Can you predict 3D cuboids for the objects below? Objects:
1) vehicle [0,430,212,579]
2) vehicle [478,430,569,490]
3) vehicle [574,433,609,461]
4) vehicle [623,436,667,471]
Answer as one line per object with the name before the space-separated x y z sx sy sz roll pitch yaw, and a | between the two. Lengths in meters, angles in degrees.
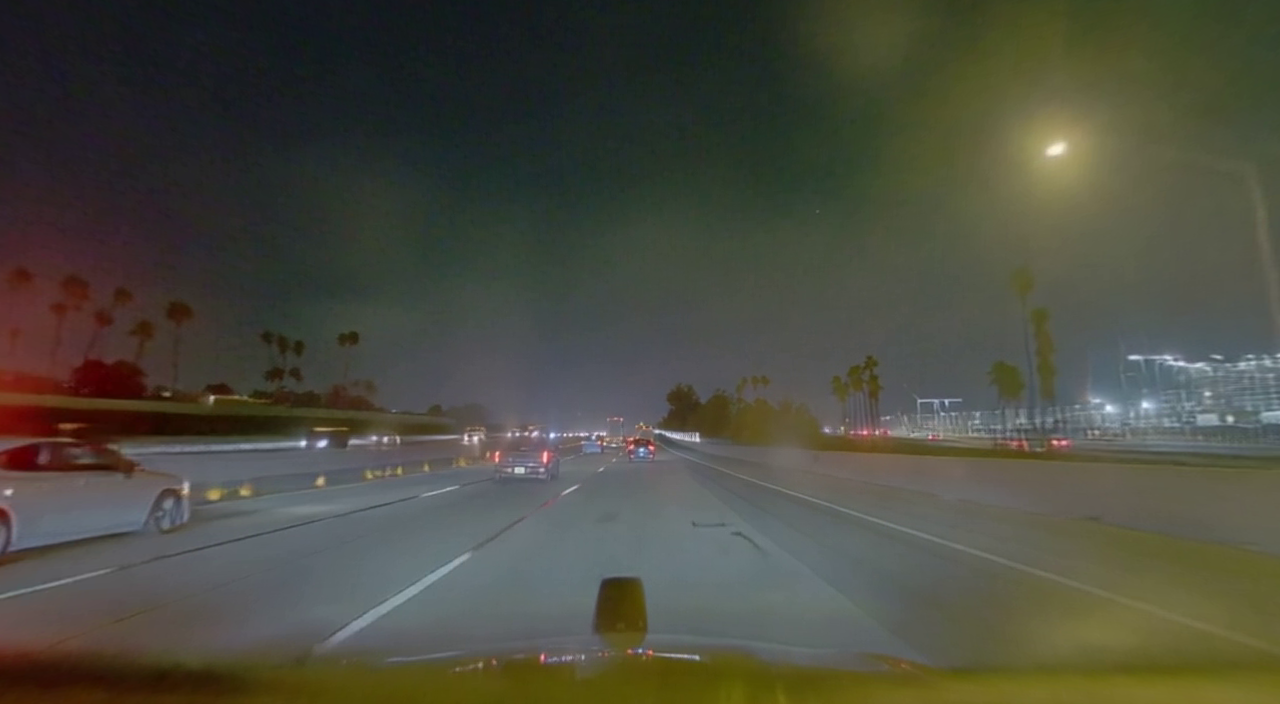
vehicle | -7.369 1.644 7.110 1.949 1.476 4.410 0 -8 0
vehicle | -3.706 3.542 21.030 2.108 1.740 4.549 0 -8 1
vehicle | -3.676 7.268 48.251 2.203 1.958 4.848 0 -8 1
vehicle | 0.241 5.151 32.187 2.136 1.678 4.052 0 -8 0
